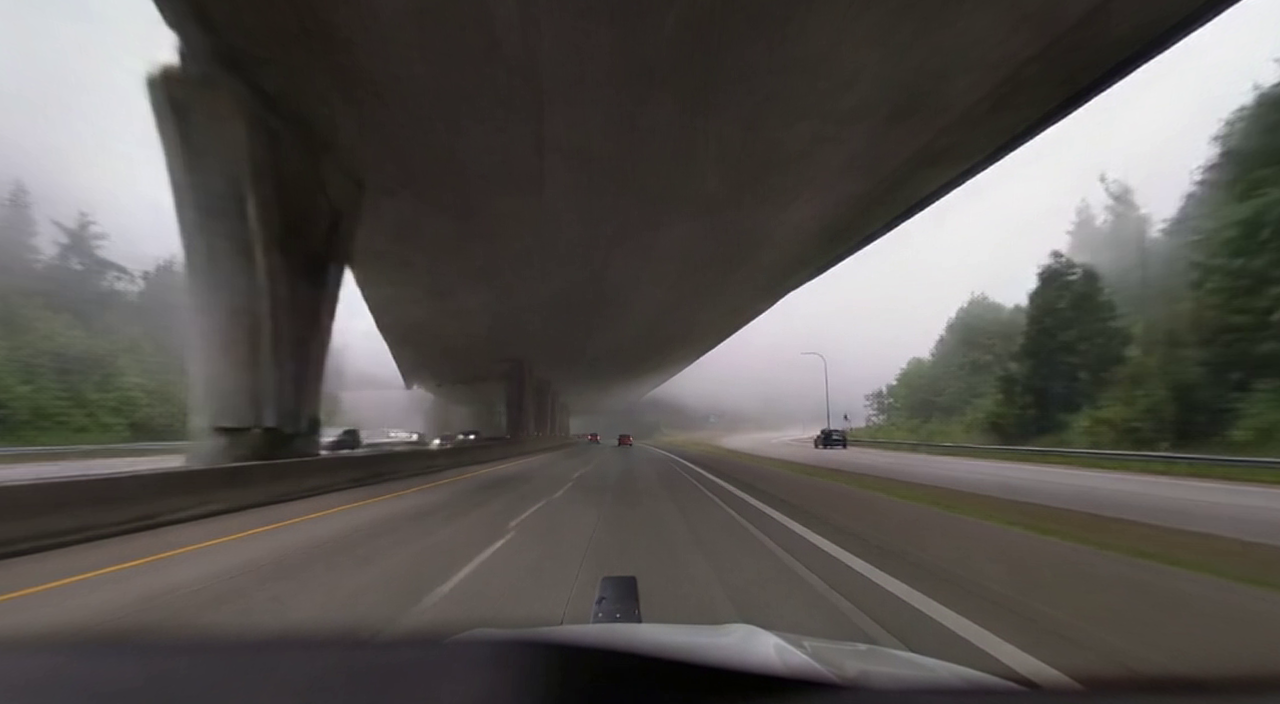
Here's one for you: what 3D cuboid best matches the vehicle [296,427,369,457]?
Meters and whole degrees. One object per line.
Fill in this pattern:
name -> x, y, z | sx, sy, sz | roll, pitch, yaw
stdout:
vehicle -> -17.214, 5.071, 35.453 | 1.911, 1.550, 4.369 | 0, -8, -1

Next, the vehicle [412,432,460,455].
vehicle -> -13.475, 6.040, 41.767 | 1.807, 1.435, 4.133 | 0, -8, 1
